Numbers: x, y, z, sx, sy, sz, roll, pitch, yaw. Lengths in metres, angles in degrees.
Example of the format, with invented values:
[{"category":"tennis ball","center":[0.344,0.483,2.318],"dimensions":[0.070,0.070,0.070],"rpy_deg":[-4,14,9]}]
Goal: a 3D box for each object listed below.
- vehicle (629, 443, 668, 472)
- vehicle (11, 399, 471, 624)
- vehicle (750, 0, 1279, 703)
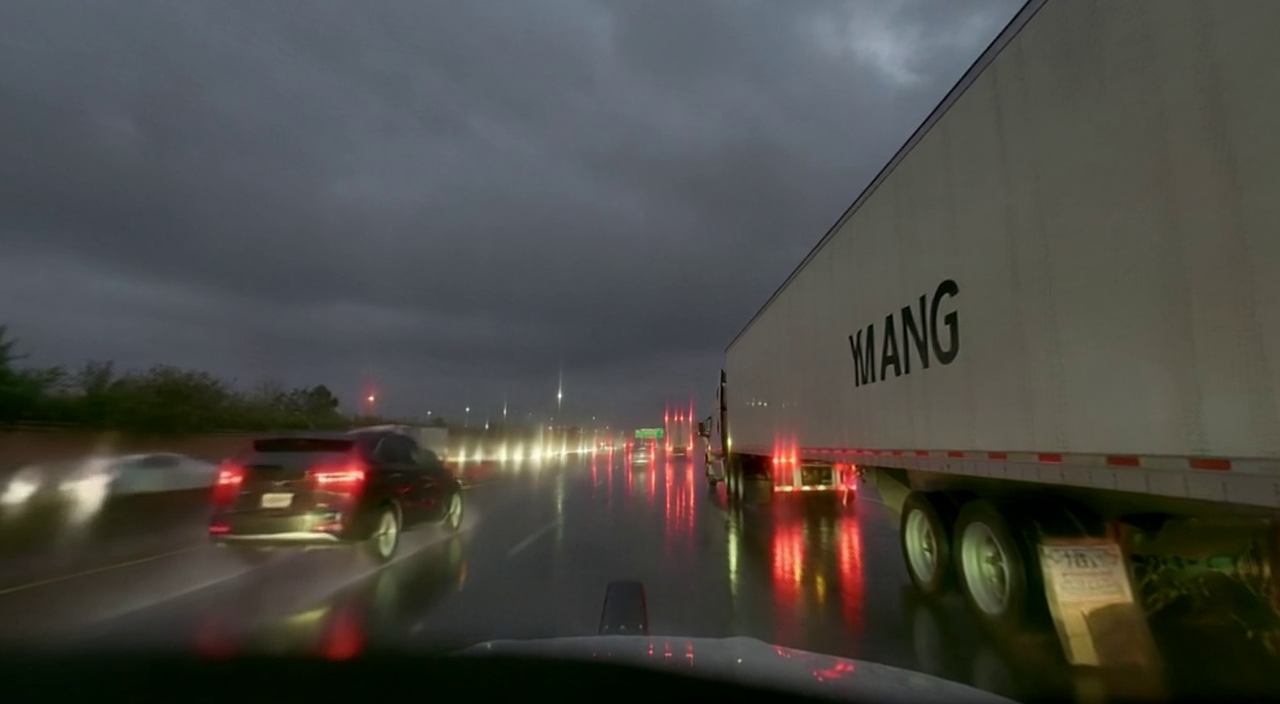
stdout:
[{"category":"vehicle","center":[0.439,5.867,35.256],"dimensions":[2.063,1.469,4.208],"rpy_deg":[0,-9,0]},{"category":"vehicle","center":[-3.770,1.610,7.433],"dimensions":[2.091,1.722,4.974],"rpy_deg":[0,-9,1]},{"category":"vehicle","center":[3.881,0.383,7.792],"dimensions":[2.821,4.077,12.562],"rpy_deg":[0,-9,0]}]
